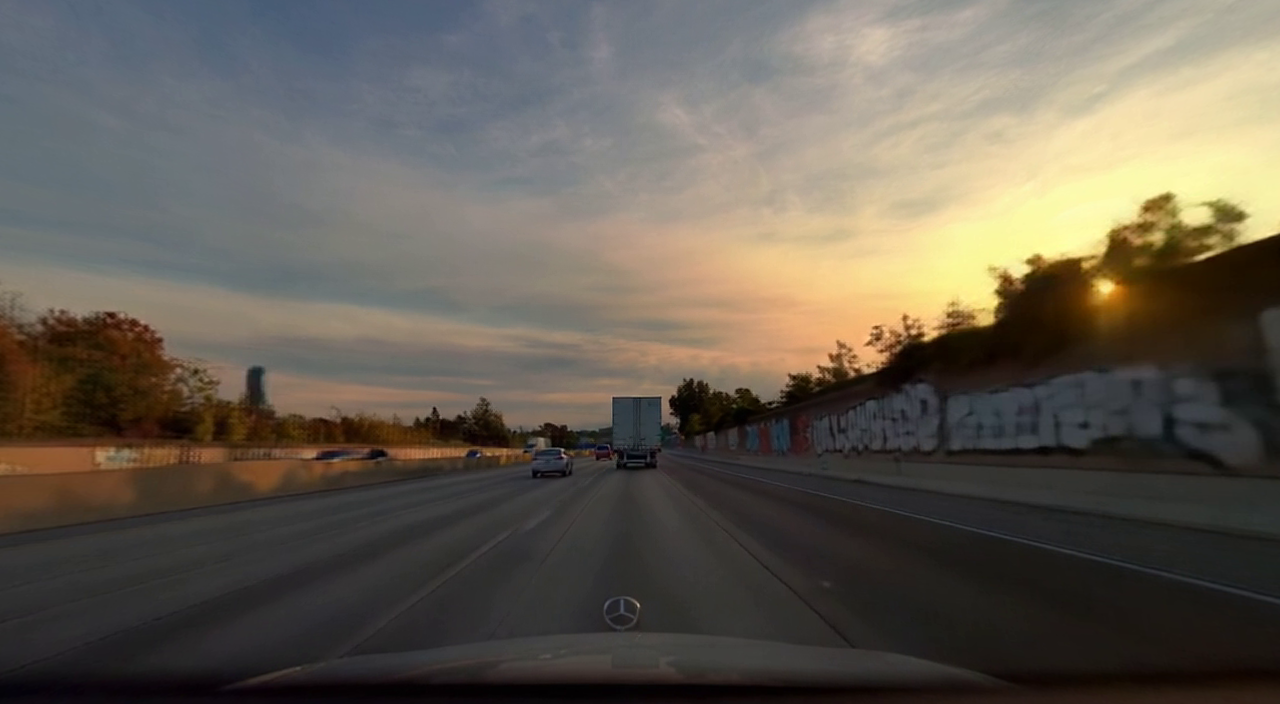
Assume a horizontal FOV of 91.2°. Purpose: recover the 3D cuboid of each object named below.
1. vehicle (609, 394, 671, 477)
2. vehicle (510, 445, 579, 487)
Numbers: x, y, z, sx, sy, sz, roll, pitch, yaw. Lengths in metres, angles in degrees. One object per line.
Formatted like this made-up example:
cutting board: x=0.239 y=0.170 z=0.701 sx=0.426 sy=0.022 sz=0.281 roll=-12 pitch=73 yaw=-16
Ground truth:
vehicle: x=-0.075 y=4.929 z=36.139 sx=3.042 sy=4.023 sz=10.832 roll=0 pitch=-9 yaw=-1
vehicle: x=-3.746 y=4.544 z=25.271 sx=2.158 sy=1.538 sz=4.047 roll=0 pitch=-9 yaw=0
